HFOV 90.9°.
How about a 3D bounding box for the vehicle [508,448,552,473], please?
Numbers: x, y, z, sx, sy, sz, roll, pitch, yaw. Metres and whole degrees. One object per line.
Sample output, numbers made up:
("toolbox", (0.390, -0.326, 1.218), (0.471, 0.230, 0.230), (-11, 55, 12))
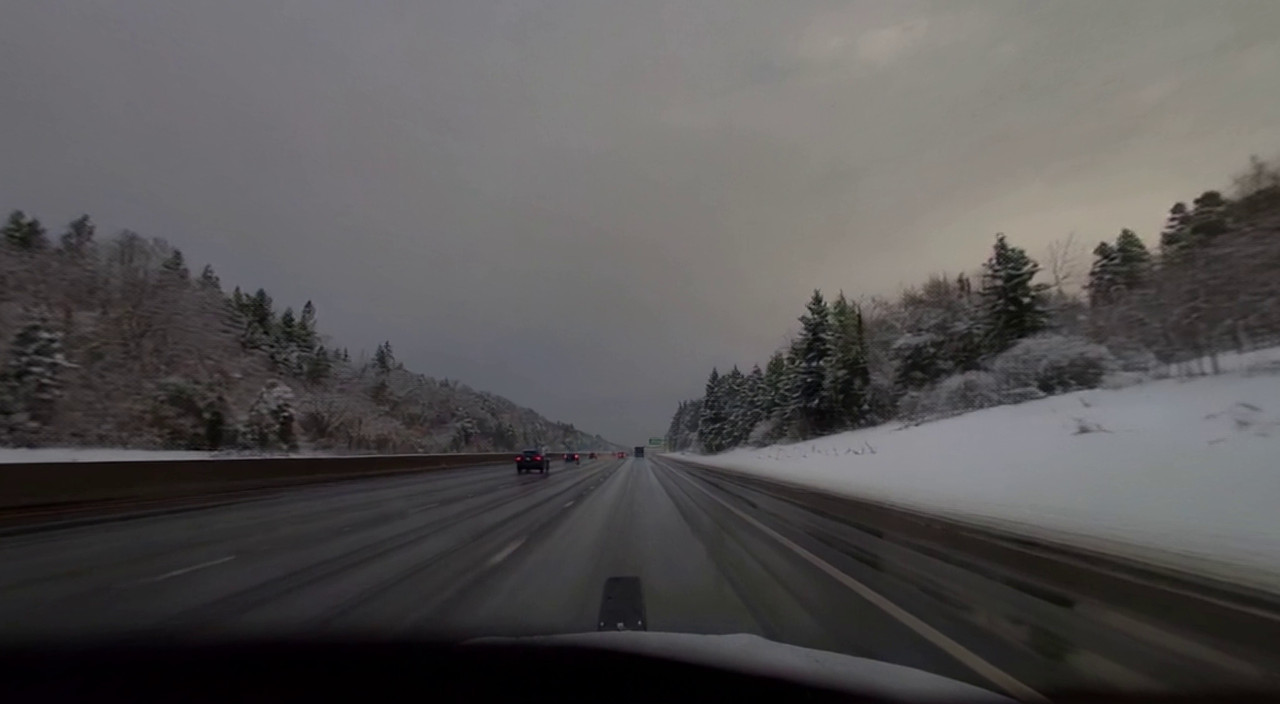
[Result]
("vehicle", (-7.075, 7.018, 40.907), (2.015, 1.483, 4.626), (0, -9, 0))

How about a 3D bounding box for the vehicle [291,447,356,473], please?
("vehicle", (-18.577, 6.348, 37.187), (1.762, 1.447, 4.009), (0, -9, 0))
